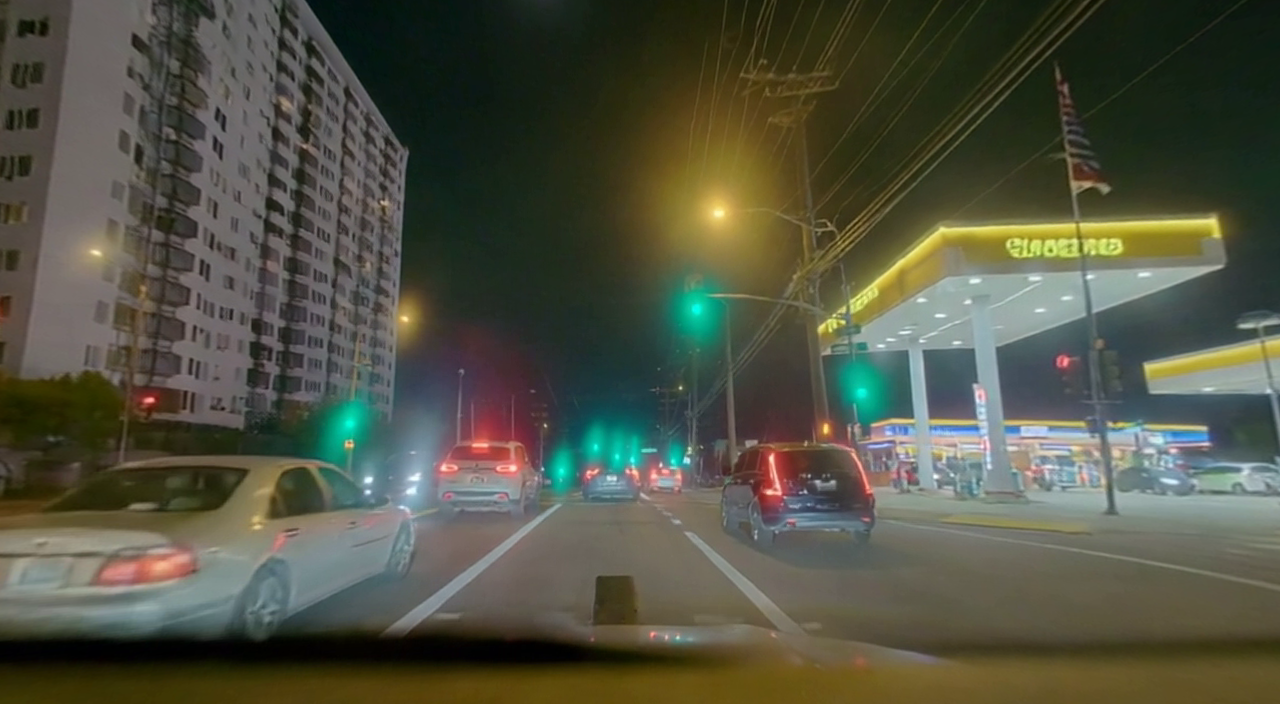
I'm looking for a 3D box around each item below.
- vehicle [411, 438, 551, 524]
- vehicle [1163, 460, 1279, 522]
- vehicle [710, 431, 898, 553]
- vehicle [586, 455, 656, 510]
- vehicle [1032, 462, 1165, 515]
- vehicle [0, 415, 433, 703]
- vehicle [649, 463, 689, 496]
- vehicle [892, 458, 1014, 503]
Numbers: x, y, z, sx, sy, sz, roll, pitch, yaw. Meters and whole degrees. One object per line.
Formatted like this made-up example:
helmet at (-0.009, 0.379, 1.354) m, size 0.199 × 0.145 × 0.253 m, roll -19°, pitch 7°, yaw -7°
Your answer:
vehicle at (-3.504, 2.928, 14.983) m, size 2.221 × 1.706 × 4.451 m, roll 0°, pitch -8°, yaw -1°
vehicle at (21.065, 4.739, 22.059) m, size 1.878 × 1.680 × 4.244 m, roll -2°, pitch -7°, yaw 0°
vehicle at (2.492, 2.238, 10.829) m, size 1.945 × 1.647 × 4.160 m, roll 0°, pitch -8°, yaw -2°
vehicle at (-0.629, 4.036, 20.023) m, size 1.999 × 1.487 × 3.939 m, roll 0°, pitch -8°, yaw -2°
vehicle at (15.620, 4.618, 21.888) m, size 1.959 × 1.482 × 4.664 m, roll -2°, pitch -9°, yaw 13°
vehicle at (-3.159, 1.309, 4.699) m, size 1.932 × 1.458 × 4.330 m, roll 0°, pitch -8°, yaw -2°
vehicle at (1.637, 7.451, 37.256) m, size 1.953 × 1.687 × 4.094 m, roll 0°, pitch -8°, yaw -3°
vehicle at (12.062, 4.898, 24.398) m, size 4.048 × 1.539 × 1.820 m, roll 3°, pitch -9°, yaw -19°
